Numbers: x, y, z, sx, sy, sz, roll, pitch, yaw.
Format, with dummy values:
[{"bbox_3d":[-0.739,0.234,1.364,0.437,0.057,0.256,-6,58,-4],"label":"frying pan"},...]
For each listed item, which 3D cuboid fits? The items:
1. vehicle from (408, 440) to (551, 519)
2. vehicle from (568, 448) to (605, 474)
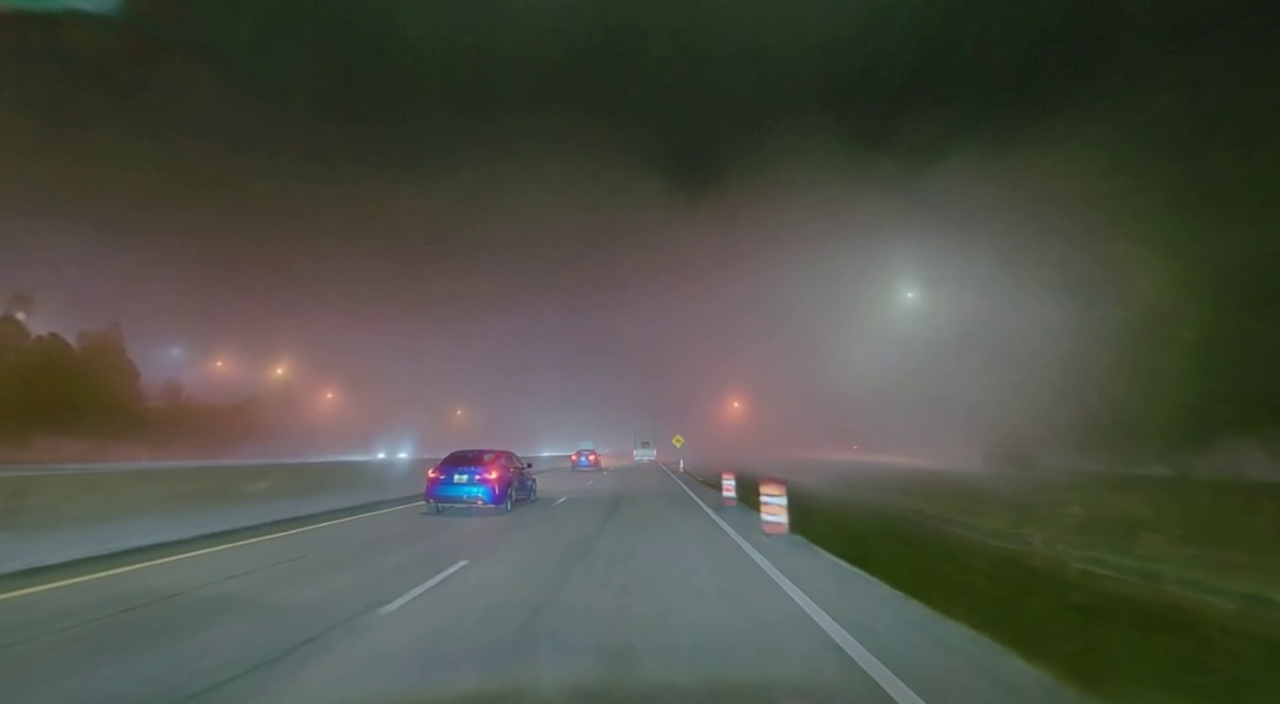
[{"bbox_3d":[-3.454,2.848,14.643,2.012,1.510,4.672,0,-9,1],"label":"vehicle"},{"bbox_3d":[-3.277,6.778,39.354,1.965,1.459,4.145,0,-9,0],"label":"vehicle"}]
